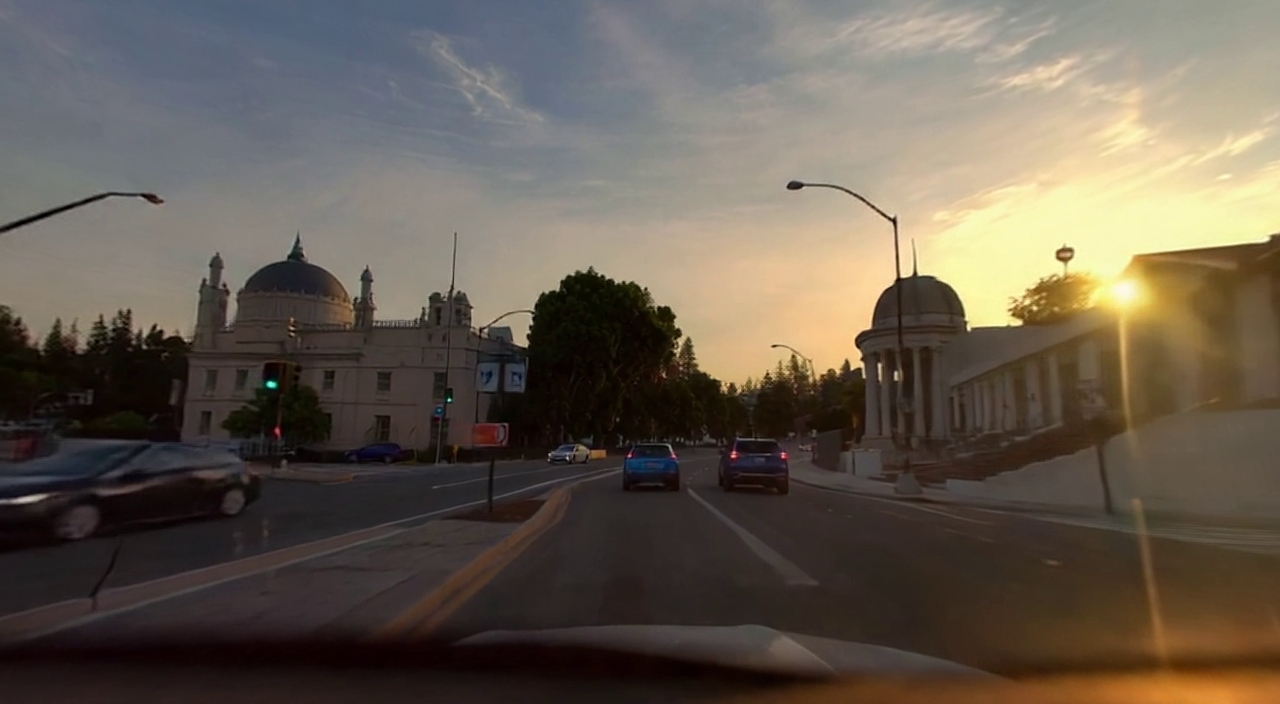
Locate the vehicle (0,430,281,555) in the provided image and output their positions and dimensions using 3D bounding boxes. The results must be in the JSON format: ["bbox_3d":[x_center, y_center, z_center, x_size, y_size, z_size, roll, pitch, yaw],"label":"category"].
[{"bbox_3d":[-8.392,2.098,10.260,2.121,1.513,4.827,-1,-8,2],"label":"vehicle"}]

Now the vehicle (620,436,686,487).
[{"bbox_3d":[0.523,3.871,22.542,2.132,1.632,3.889,-1,-8,3],"label":"vehicle"}]

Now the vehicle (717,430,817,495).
[{"bbox_3d":[3.761,3.380,19.709,2.320,1.772,4.872,0,-8,3],"label":"vehicle"}]

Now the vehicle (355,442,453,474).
[{"bbox_3d":[-11.960,5.335,32.027,4.351,1.490,2.012,4,-9,-28],"label":"vehicle"}]

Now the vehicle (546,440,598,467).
[{"bbox_3d":[-4.821,7.231,45.247,2.254,1.789,4.736,-2,-9,13],"label":"vehicle"}]
